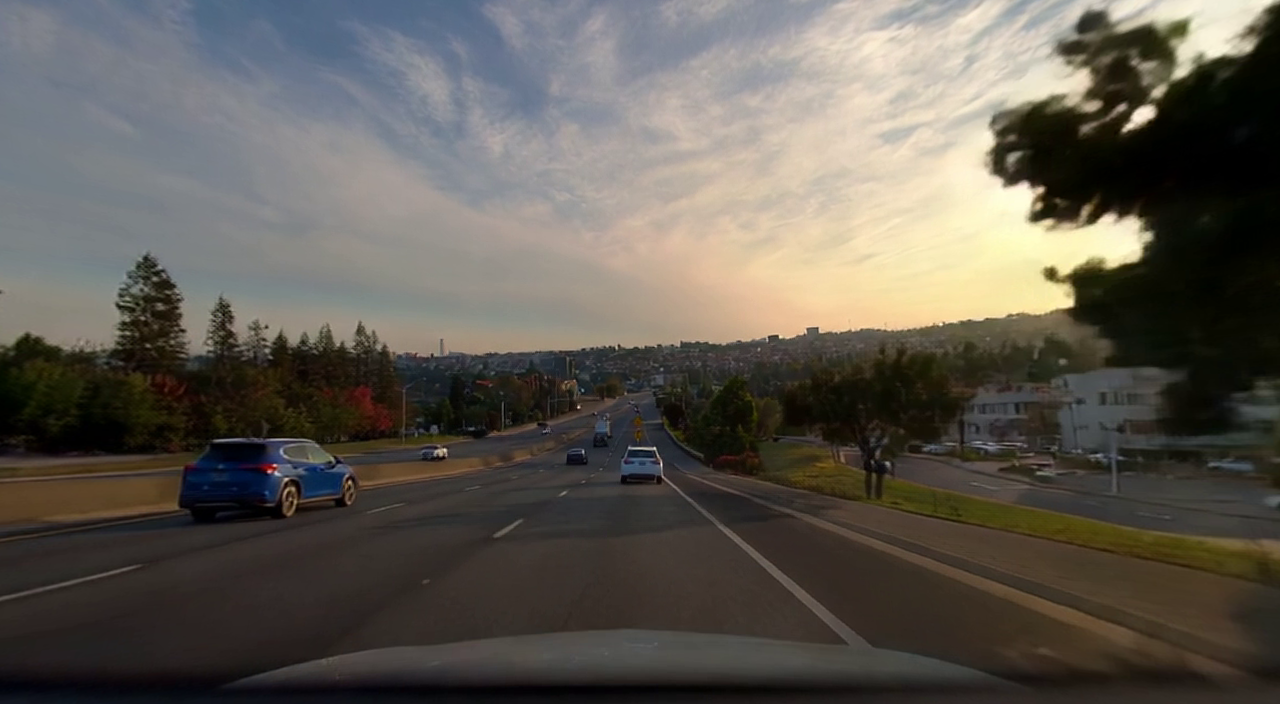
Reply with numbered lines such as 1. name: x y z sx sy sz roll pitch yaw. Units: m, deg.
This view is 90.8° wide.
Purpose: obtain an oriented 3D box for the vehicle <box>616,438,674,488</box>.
1. vehicle: 0.179 4.511 25.924 2.125 1.830 4.370 -1 -9 0

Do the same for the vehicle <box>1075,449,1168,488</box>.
1. vehicle: 34.096 8.220 44.885 4.850 1.840 1.939 5 0 22

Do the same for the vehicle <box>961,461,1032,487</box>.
1. vehicle: 25.315 8.669 45.051 1.862 1.481 4.503 0 -7 -9

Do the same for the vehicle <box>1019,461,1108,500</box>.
1. vehicle: 25.965 7.866 38.932 1.975 1.950 4.526 -1 -7 -6

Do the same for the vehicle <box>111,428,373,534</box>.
1. vehicle: -7.438 2.452 12.674 1.997 1.650 5.090 -1 -9 -1
